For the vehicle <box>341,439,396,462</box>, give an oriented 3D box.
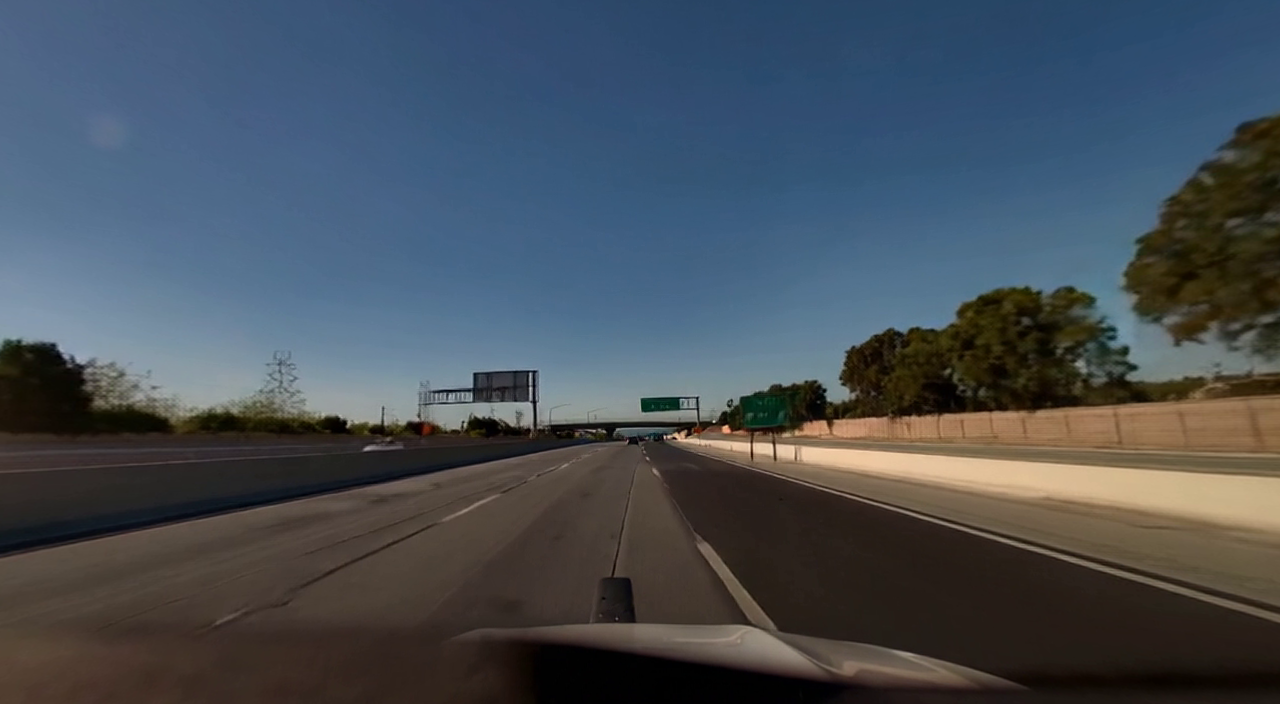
[{"bbox_3d":[-18.378,6.653,42.816,1.897,1.470,4.083,0,-8,0],"label":"vehicle"}]
